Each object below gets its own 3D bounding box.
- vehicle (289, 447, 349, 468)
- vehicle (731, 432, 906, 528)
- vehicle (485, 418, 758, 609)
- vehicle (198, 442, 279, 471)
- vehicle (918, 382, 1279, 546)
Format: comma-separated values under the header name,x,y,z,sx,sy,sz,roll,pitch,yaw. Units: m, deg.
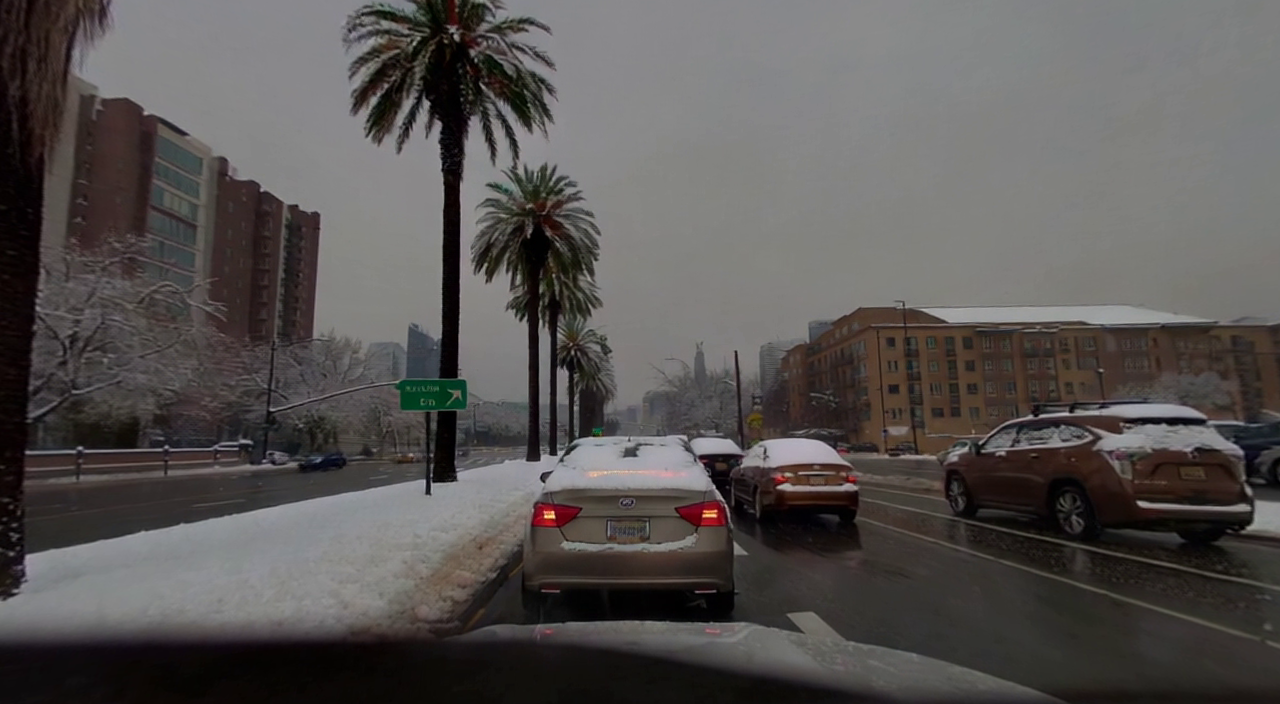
name,x,y,z,sx,sy,sz,roll,pitch,yaw
vehicle,-23.877,7.841,47.235,1.972,1.425,4.765,0,-8,0
vehicle,3.085,2.310,12.036,1.925,1.451,4.436,0,-8,-2
vehicle,-0.154,1.577,7.052,2.158,1.498,3.919,0,-8,0
vehicle,-28.342,7.348,44.842,2.115,1.884,5.481,0,-8,0
vehicle,7.194,1.839,10.911,2.254,2.072,5.577,0,-8,1
